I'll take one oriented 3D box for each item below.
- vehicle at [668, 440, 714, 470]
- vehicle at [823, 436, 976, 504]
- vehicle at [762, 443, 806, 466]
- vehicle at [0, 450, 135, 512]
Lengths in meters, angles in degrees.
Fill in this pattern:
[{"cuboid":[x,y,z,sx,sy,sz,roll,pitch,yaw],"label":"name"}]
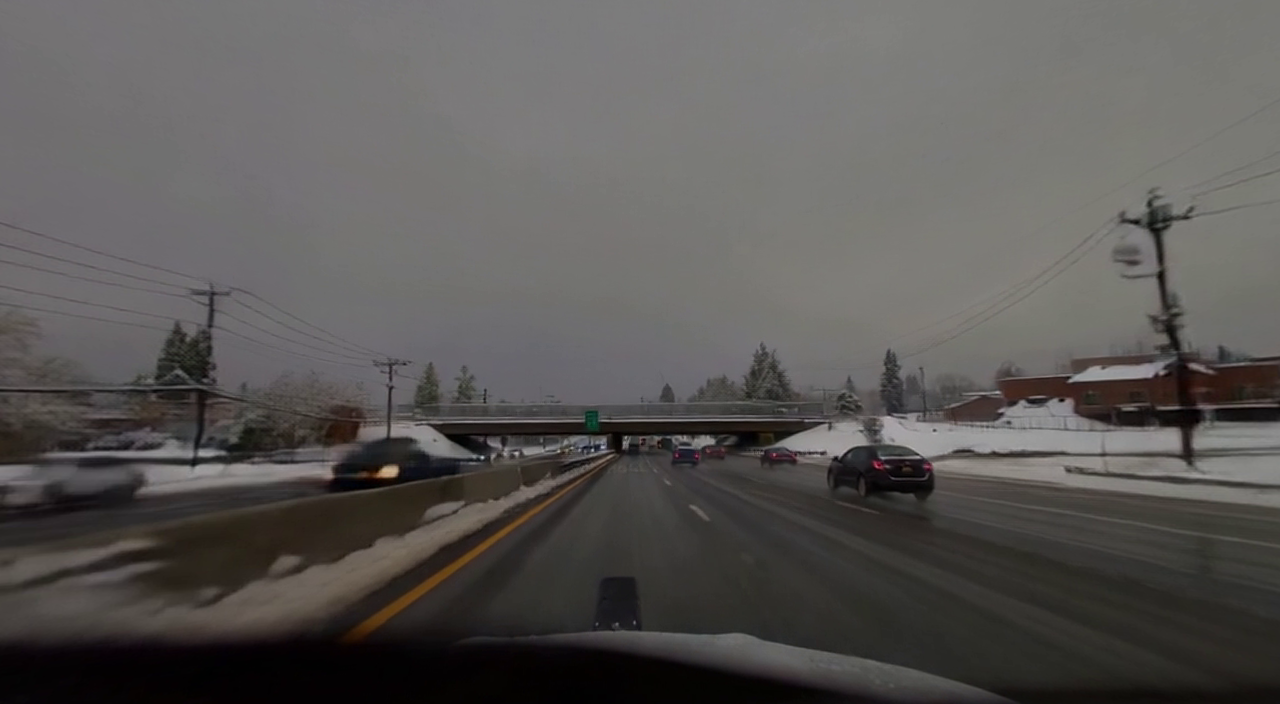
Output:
[{"cuboid":[2.715,5.646,34.799,1.993,1.507,4.594,0,-8,-2],"label":"vehicle"},{"cuboid":[6.424,2.959,16.307,1.952,1.489,4.483,0,-8,-2],"label":"vehicle"},{"cuboid":[9.600,6.849,42.451,1.838,1.440,4.121,0,-8,-2],"label":"vehicle"},{"cuboid":[-16.832,3.514,17.621,1.776,1.473,4.494,0,-8,-1],"label":"vehicle"}]
